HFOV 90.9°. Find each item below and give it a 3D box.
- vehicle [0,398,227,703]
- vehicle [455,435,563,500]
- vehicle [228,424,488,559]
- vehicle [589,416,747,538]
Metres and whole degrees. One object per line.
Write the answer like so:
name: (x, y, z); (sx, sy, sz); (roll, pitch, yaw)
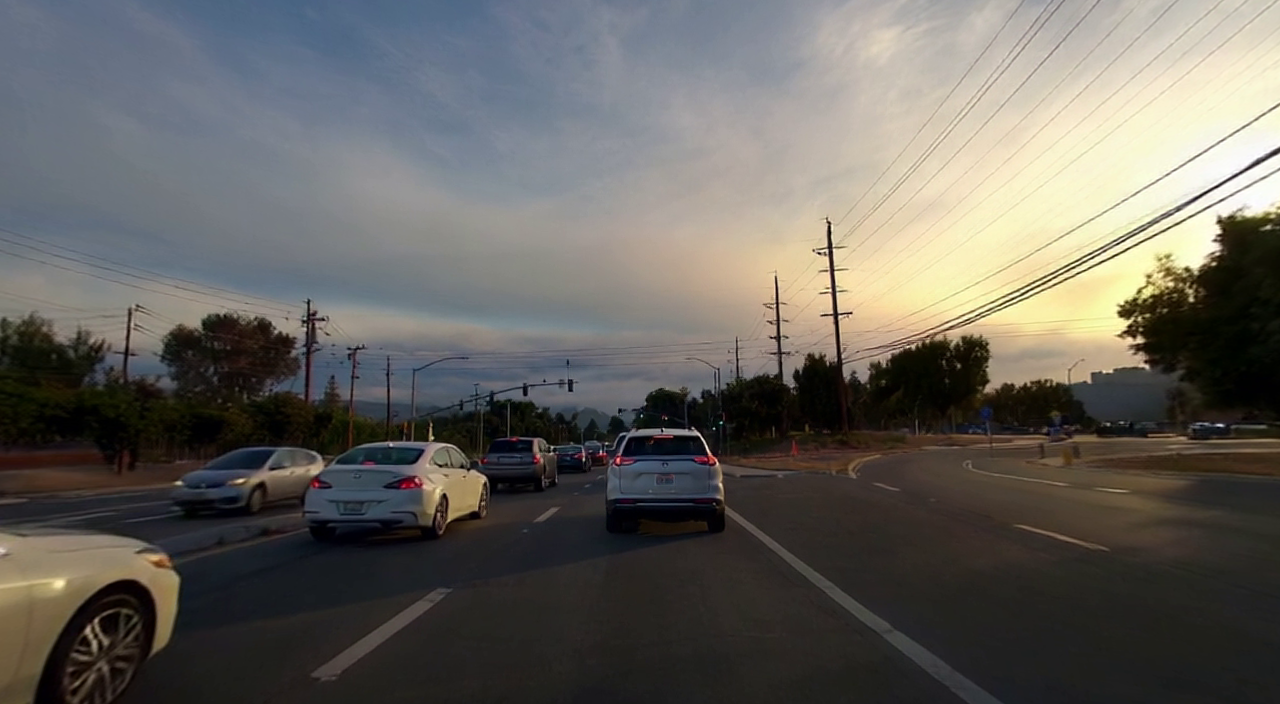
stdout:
vehicle: (-3.782, 0.803, 1.704); (2.051, 1.488, 4.806); (0, -9, 0)
vehicle: (-3.600, 3.266, 18.231); (2.018, 1.621, 4.441); (-1, -9, 2)
vehicle: (-3.813, 1.943, 9.479); (1.999, 1.563, 4.007); (0, -9, 1)
vehicle: (0.431, 2.050, 10.860); (2.205, 1.691, 3.937); (0, -9, 1)
